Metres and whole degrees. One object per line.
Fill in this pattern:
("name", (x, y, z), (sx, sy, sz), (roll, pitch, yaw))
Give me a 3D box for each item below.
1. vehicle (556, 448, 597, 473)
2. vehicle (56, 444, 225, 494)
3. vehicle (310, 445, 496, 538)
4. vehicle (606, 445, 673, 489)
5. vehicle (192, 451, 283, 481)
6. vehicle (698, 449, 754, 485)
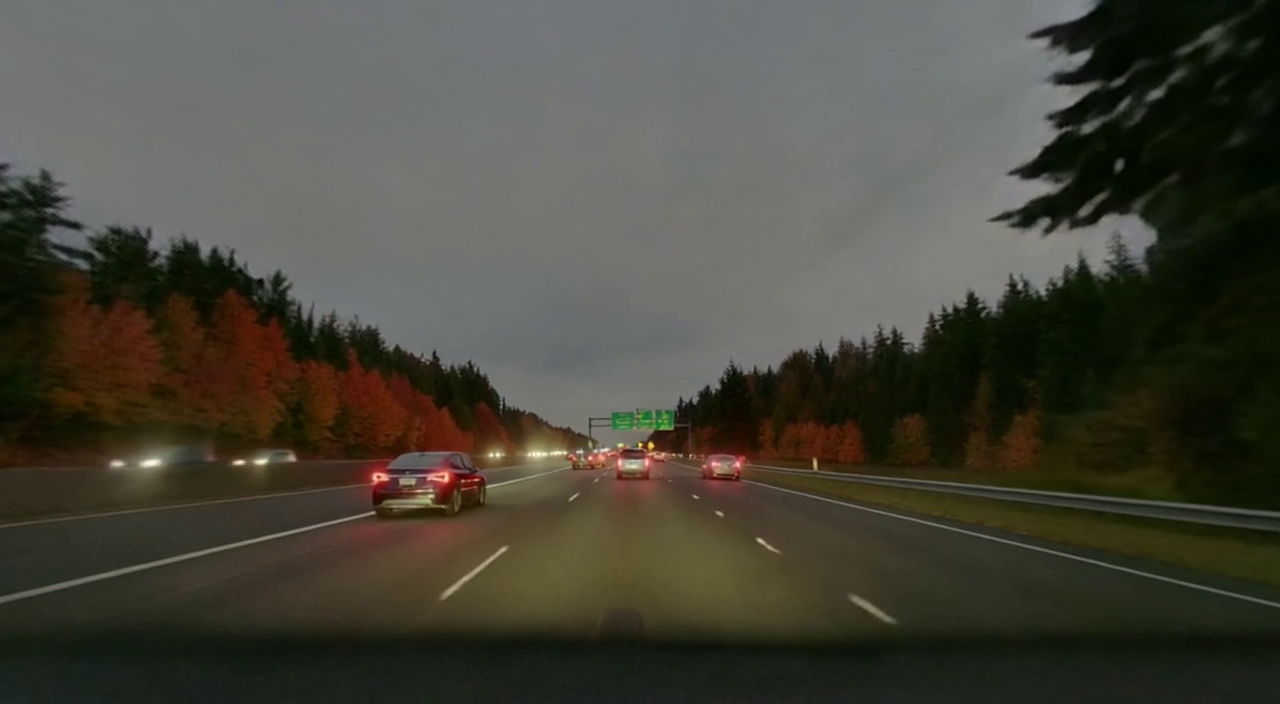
("vehicle", (-4.619, 7.972, 46.211), (2.545, 1.679, 4.267), (0, -9, 0))
("vehicle", (-18.342, 4.296, 23.445), (2.186, 1.631, 4.951), (0, -9, 1))
("vehicle", (-4.306, 2.575, 12.214), (2.017, 1.469, 4.113), (0, -9, 0))
("vehicle", (-0.041, 4.891, 26.956), (2.634, 1.679, 4.070), (0, -9, -1))
("vehicle", (-22.418, 6.339, 35.144), (2.012, 1.564, 4.573), (0, -9, 0))
("vehicle", (4.102, 5.535, 30.524), (2.035, 1.571, 4.413), (0, -9, -1))
